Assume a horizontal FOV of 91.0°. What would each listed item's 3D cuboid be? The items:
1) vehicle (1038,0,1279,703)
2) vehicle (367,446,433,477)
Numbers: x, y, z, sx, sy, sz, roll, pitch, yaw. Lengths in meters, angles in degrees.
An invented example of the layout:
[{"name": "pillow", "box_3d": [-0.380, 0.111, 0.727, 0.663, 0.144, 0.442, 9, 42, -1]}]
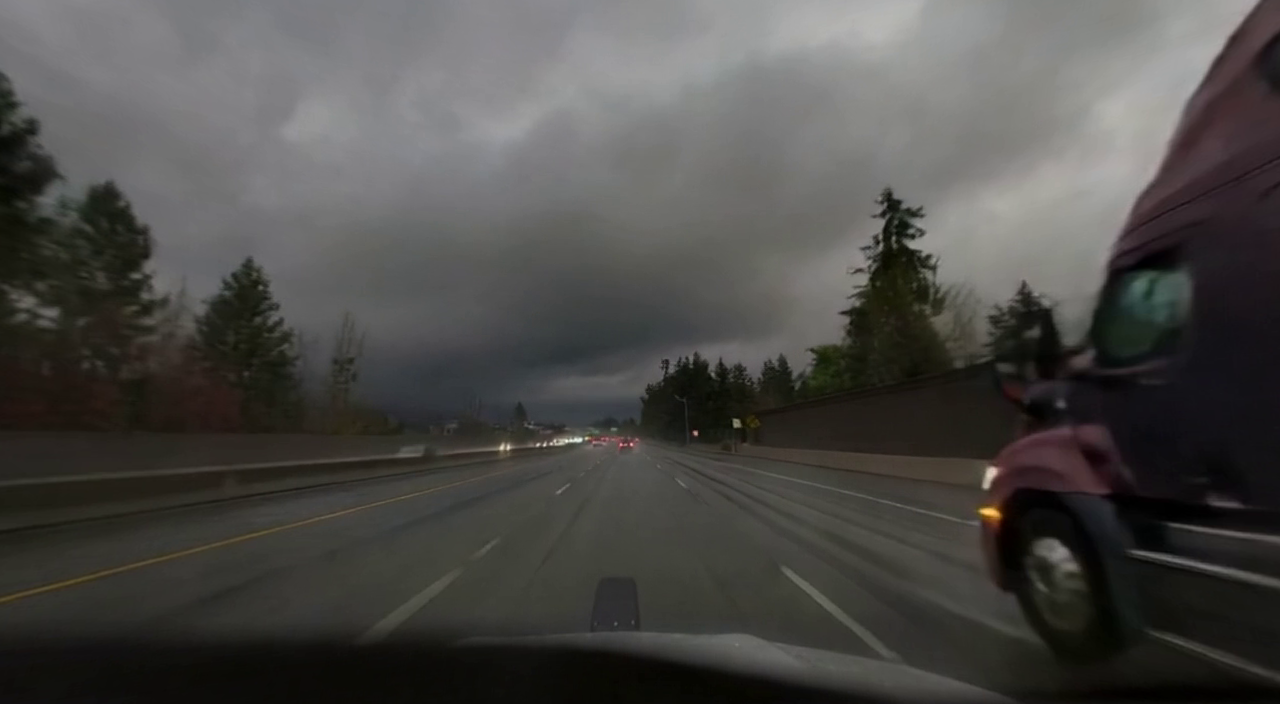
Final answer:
[{"name": "vehicle", "box_3d": [3.992, -0.626, 0.546, 3.055, 4.061, 6.127, 0, -8, 0]}, {"name": "vehicle", "box_3d": [-12.610, 5.756, 33.406, 1.882, 1.483, 4.305, 0, -8, -1]}]
